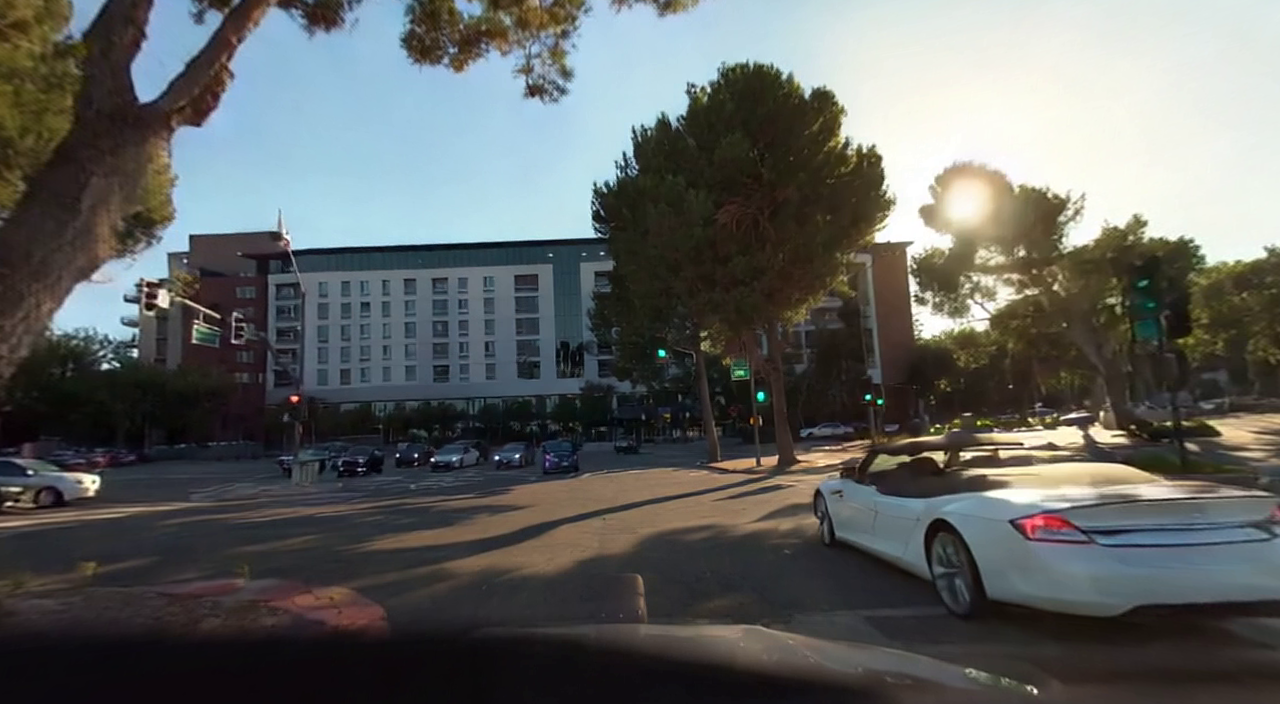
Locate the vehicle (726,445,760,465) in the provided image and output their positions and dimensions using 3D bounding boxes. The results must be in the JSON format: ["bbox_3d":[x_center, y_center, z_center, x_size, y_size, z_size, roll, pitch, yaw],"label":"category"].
[{"bbox_3d":[7.570,7.619,46.785,1.889,1.358,3.751,0,-9,1],"label":"vehicle"}]

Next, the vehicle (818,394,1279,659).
[{"bbox_3d":[3.298,1.345,5.891,1.903,1.529,4.254,0,-9,-2],"label":"vehicle"}]

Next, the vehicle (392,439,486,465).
[{"bbox_3d":[-14.518,7.256,45.893,6.021,1.868,2.172,0,-9,1],"label":"vehicle"}]

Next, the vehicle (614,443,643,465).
[{"bbox_3d":[-0.850,7.515,46.772,2.024,1.489,4.613,0,-9,-1],"label":"vehicle"}]

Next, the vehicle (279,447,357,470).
[{"bbox_3d":[-21.452,7.115,42.190,4.207,1.508,1.875,0,-9,2],"label":"vehicle"}]

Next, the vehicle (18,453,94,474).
[{"bbox_3d":[-41.005,7.843,44.468,1.651,1.379,3.787,0,-9,0],"label":"vehicle"}]

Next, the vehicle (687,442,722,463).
[{"bbox_3d":[4.694,7.411,46.487,1.983,1.453,4.180,0,-9,-1],"label":"vehicle"}]

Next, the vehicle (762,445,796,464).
[{"bbox_3d":[10.179,7.533,46.553,1.692,1.343,3.352,0,-9,-1],"label":"vehicle"}]

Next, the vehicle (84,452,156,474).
[{"bbox_3d":[-36.161,7.706,44.058,1.709,1.410,3.945,0,-9,-1],"label":"vehicle"}]
